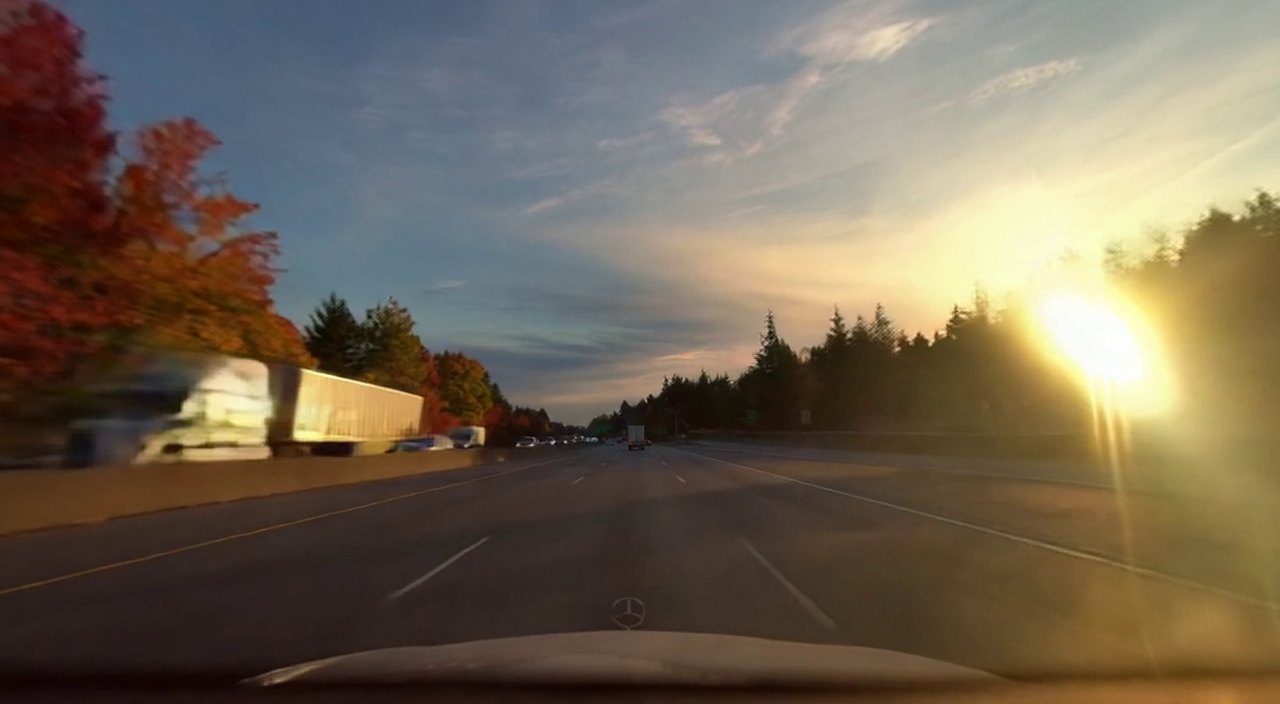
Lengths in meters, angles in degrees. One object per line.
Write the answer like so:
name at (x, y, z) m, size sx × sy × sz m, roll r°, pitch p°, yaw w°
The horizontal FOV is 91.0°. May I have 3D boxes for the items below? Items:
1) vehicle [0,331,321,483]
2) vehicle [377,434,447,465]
vehicle at (-15.534, 2.188, 22.018) m, size 3.051 × 4.038 × 10.652 m, roll 0°, pitch -8°, yaw 0°
vehicle at (-11.669, 5.012, 32.504) m, size 1.933 × 1.497 × 4.435 m, roll 0°, pitch -8°, yaw 0°
